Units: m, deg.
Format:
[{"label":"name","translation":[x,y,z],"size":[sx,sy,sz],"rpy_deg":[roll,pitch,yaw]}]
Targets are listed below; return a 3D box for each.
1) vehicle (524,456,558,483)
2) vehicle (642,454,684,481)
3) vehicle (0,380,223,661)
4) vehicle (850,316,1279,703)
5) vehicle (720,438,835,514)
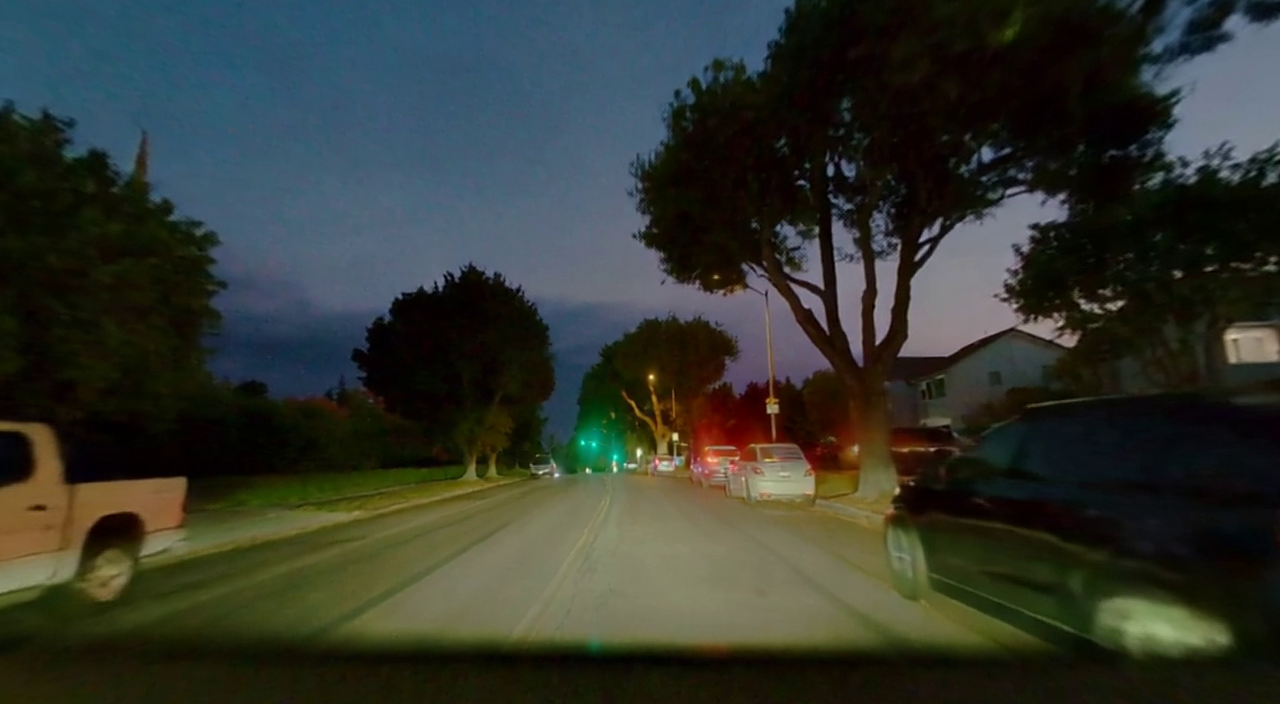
[{"label":"vehicle","translation":[-7.147,8.438,45.755],"size":[2.051,1.575,4.581],"rpy_deg":[-2,-7,-5]},{"label":"vehicle","translation":[1.574,8.158,44.805],"size":[2.163,1.742,4.239],"rpy_deg":[1,-9,-8]},{"label":"vehicle","translation":[-5.067,1.019,3.561],"size":[2.155,1.729,4.799],"rpy_deg":[-2,-8,0]},{"label":"vehicle","translation":[3.251,1.086,4.046],"size":[2.229,1.826,4.611],"rpy_deg":[-1,-8,1]},{"label":"vehicle","translation":[3.454,3.188,16.853],"size":[1.970,1.709,4.568],"rpy_deg":[-1,-8,0]}]
